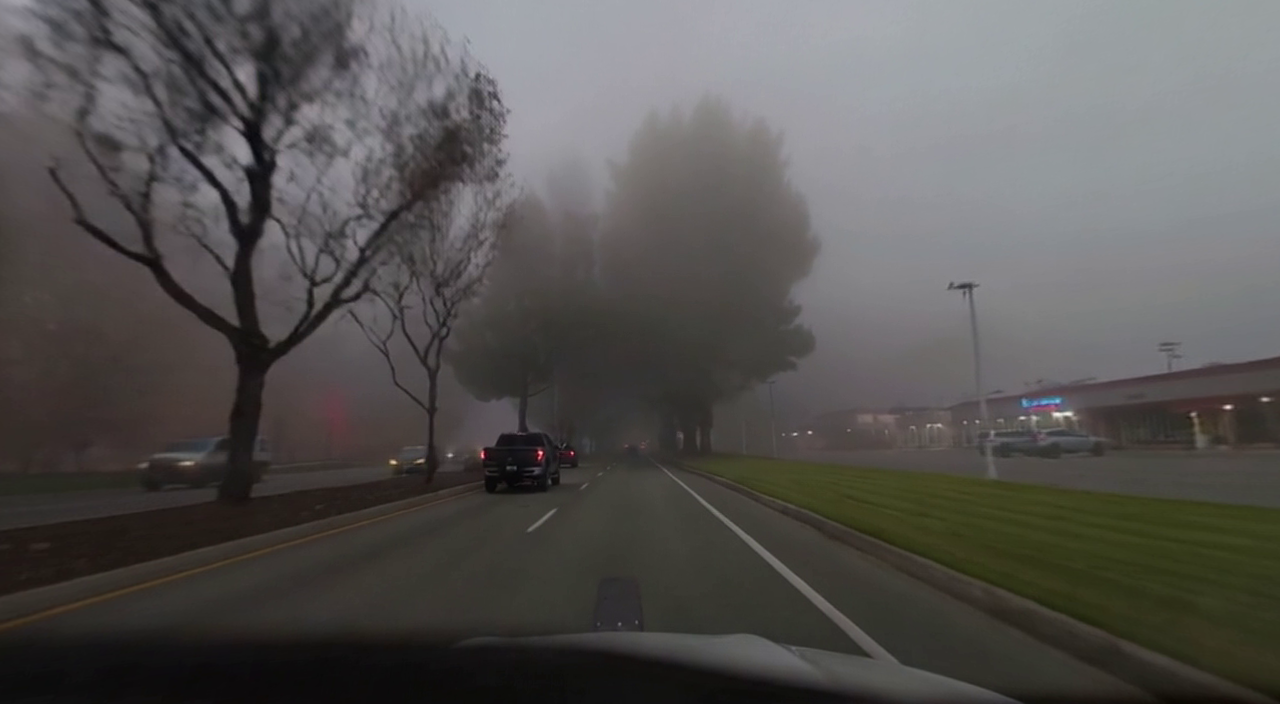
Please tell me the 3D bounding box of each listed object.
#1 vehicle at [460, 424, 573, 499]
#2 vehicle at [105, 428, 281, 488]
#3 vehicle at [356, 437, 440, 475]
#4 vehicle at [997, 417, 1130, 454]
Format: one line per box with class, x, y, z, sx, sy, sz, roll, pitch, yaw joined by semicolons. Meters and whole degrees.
vehicle;-3.262;3.036;17.866;2.065;1.790;5.417;0;-8;1
vehicle;-16.448;3.924;23.720;2.226;1.947;5.670;-1;-8;4
vehicle;-11.457;4.948;30.199;1.988;1.687;5.001;0;-8;0
vehicle;26.055;5.184;38.886;6.324;1.986;2.478;-2;-9;0
